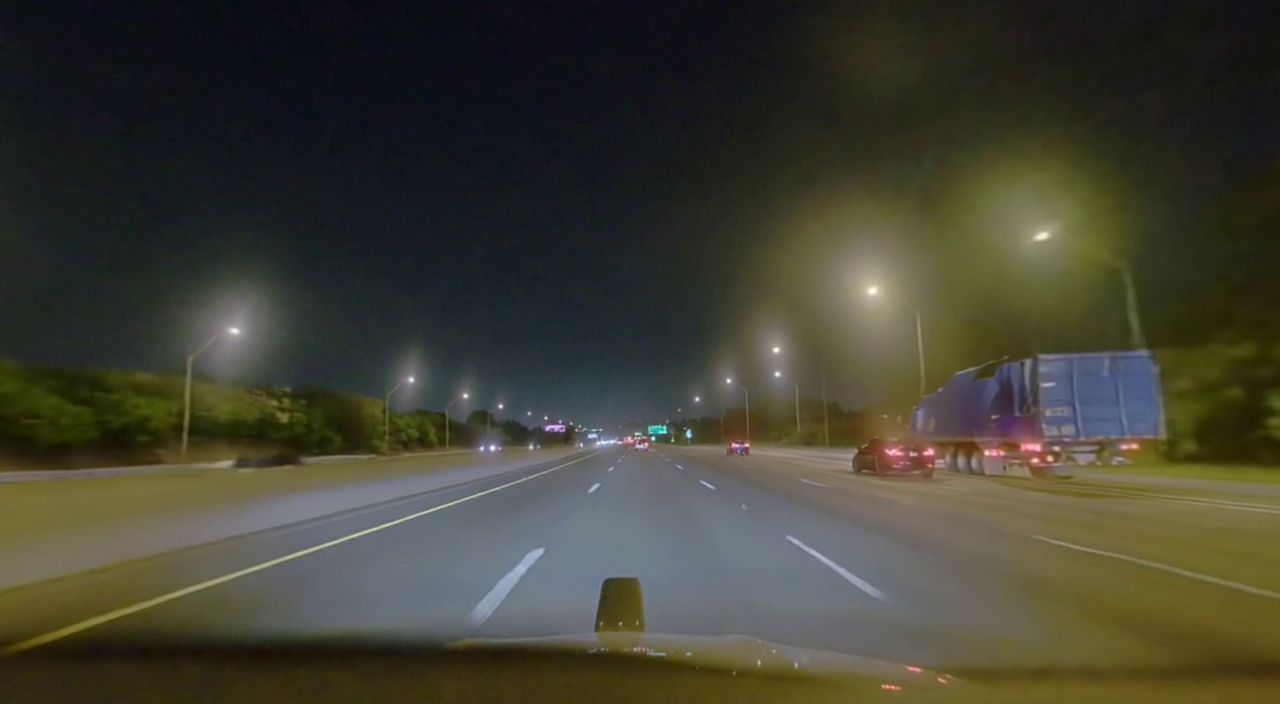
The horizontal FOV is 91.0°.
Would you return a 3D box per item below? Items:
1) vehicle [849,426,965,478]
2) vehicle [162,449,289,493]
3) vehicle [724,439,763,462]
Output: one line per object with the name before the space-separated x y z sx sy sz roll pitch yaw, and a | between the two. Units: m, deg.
vehicle | 11.038 4.204 26.654 2.387 1.936 5.646 0 -9 0
vehicle | -15.879 4.552 24.443 1.907 1.498 4.414 0 -9 0
vehicle | 7.428 7.114 45.644 2.053 1.553 4.463 0 -9 -1
